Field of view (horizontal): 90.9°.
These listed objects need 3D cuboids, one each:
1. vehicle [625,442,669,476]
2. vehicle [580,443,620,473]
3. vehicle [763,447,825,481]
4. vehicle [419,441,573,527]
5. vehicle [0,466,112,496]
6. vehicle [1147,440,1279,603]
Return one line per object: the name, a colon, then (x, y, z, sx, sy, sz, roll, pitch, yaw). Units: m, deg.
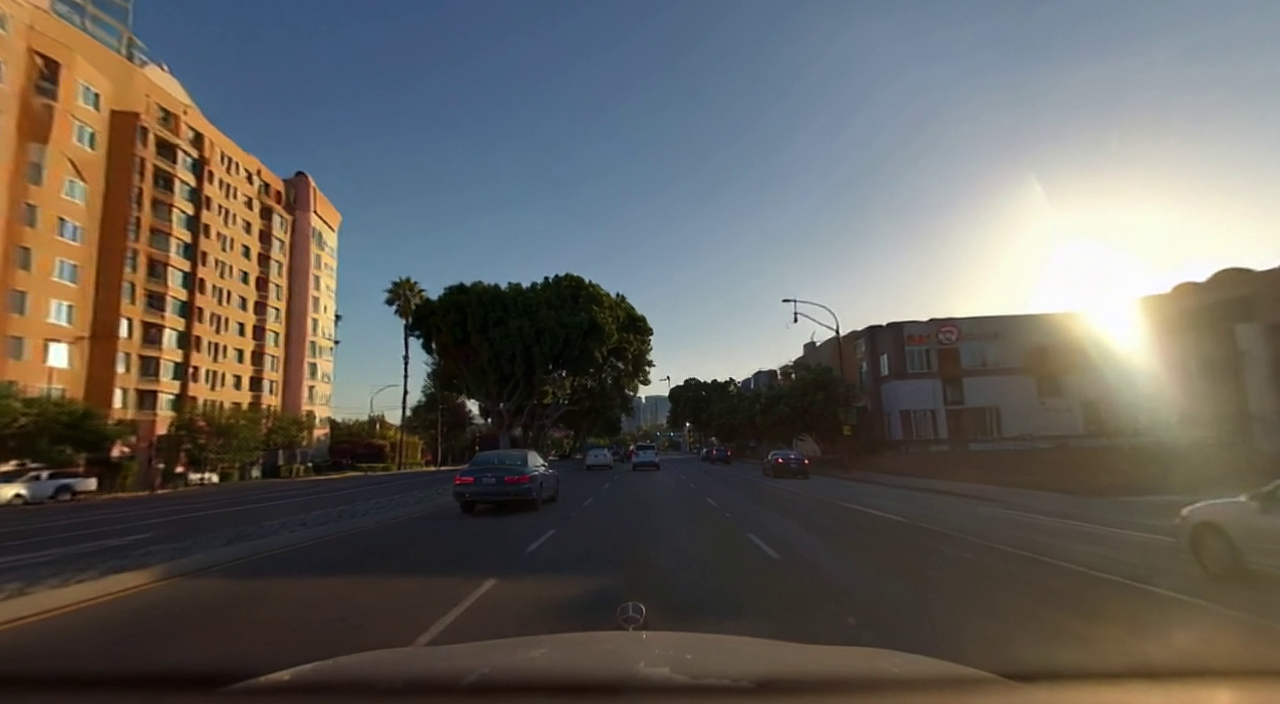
vehicle: (0.425, 6.021, 35.724, 2.304, 1.795, 4.526, 0, -9, 1)
vehicle: (-2.502, 6.835, 40.684, 2.117, 1.799, 4.442, 0, -9, 2)
vehicle: (7.189, 5.233, 29.796, 1.884, 1.458, 4.245, 0, -9, 1)
vehicle: (-2.766, 2.660, 13.321, 2.095, 1.486, 4.411, 0, -9, 1)
vehicle: (-34.100, 7.497, 36.812, 4.652, 1.472, 1.932, 5, -10, -32)
vehicle: (6.710, 1.391, 4.804, 1.865, 1.458, 4.605, 0, -9, 1)
